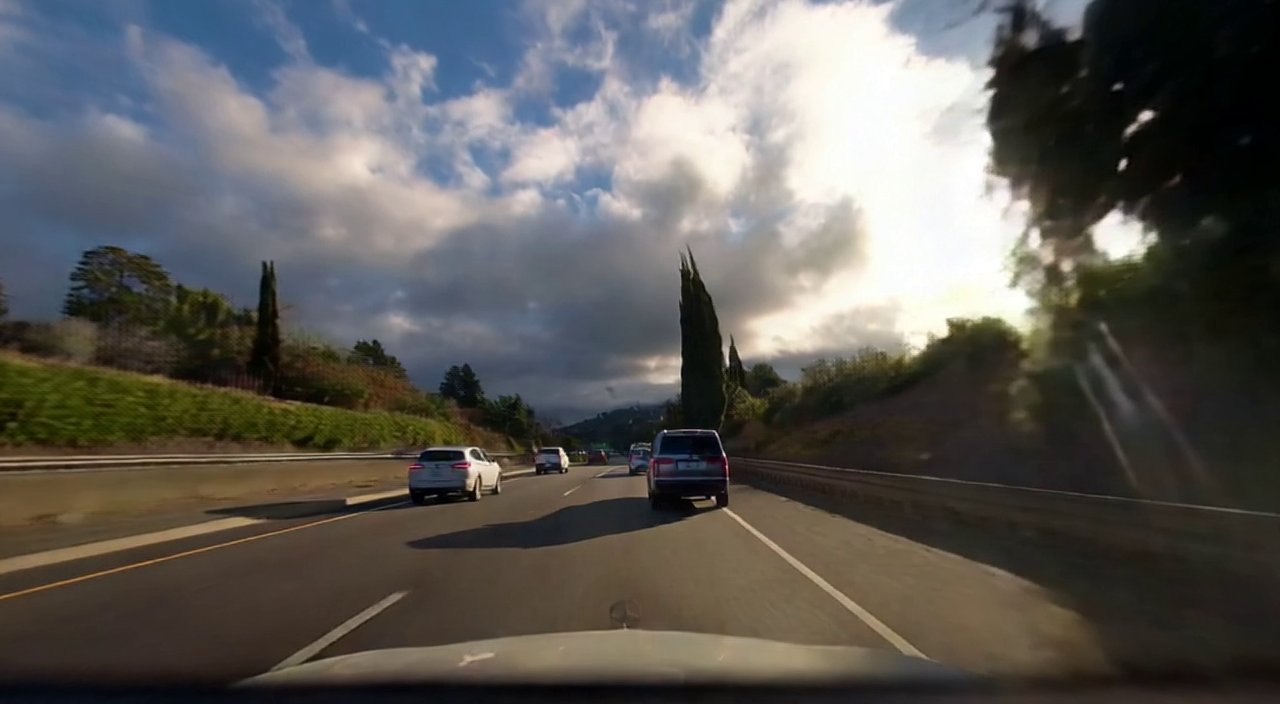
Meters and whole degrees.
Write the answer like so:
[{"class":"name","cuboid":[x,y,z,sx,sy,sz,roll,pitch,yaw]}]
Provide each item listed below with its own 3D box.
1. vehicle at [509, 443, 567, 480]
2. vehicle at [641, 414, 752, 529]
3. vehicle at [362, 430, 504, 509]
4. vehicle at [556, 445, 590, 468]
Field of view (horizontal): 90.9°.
[{"class":"vehicle","cuboid":[-4.493,4.850,28.189,1.867,1.489,3.829,0,-9,1]},{"class":"vehicle","cuboid":[0.958,2.328,12.699,1.825,1.920,3.960,0,-9,0]},{"class":"vehicle","cuboid":[-4.786,2.780,15.317,1.934,1.642,4.201,0,-9,2]},{"class":"vehicle","cuboid":[-4.536,7.180,43.420,1.855,1.527,4.209,0,-9,0]}]
